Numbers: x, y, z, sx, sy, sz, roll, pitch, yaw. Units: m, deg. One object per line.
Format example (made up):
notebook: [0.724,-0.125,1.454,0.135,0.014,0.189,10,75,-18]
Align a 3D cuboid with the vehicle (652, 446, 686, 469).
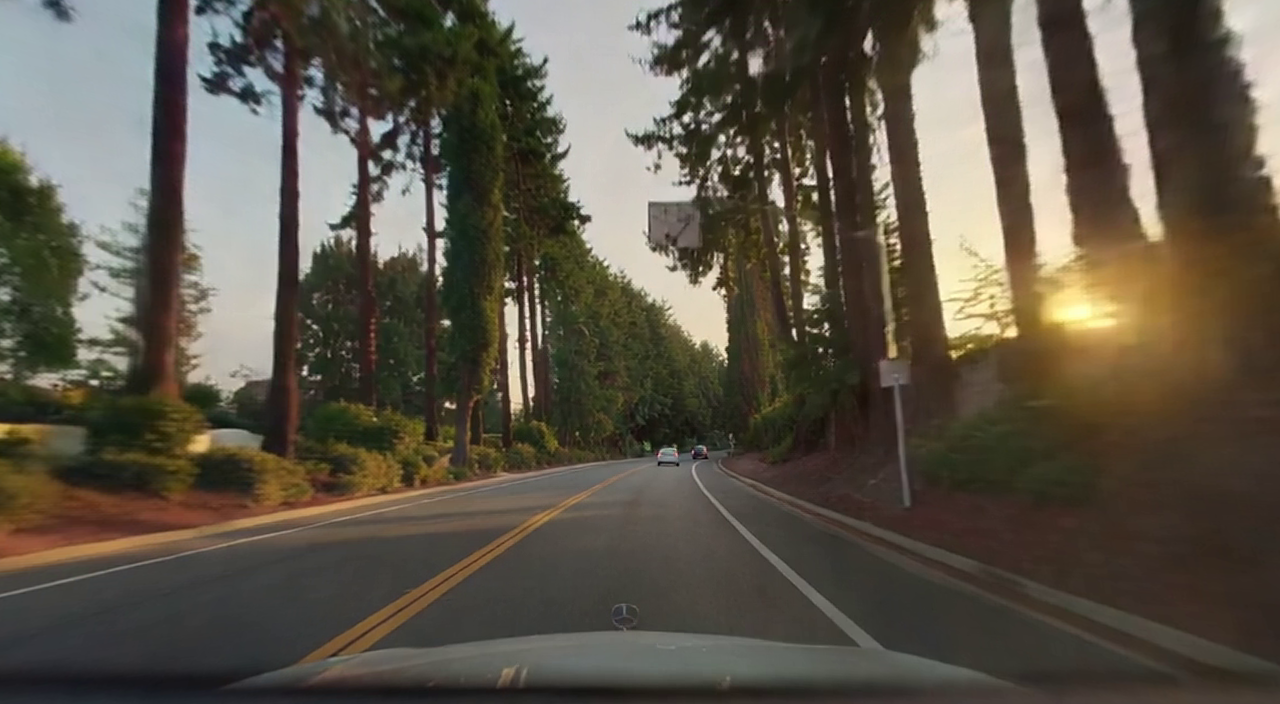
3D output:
vehicle: [2.016,7.196,43.119,2.071,1.474,4.047,-1,-9,6]
